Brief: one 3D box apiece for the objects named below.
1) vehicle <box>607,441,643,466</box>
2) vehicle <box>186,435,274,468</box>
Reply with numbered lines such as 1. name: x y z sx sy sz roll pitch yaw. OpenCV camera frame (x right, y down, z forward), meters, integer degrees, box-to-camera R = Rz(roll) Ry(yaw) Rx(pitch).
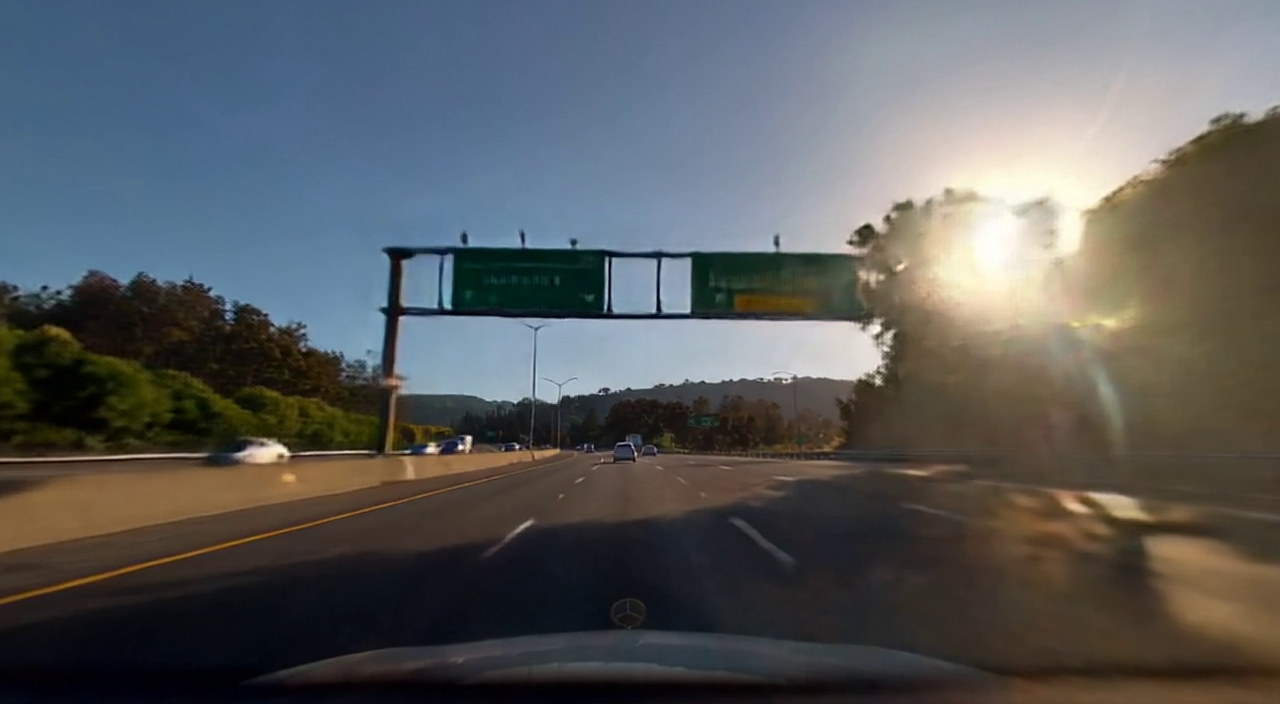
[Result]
1. vehicle: -1.009 6.493 40.614 2.193 1.497 4.337 0 -8 -2
2. vehicle: -22.150 5.360 34.287 1.866 1.656 4.360 0 -8 -1
